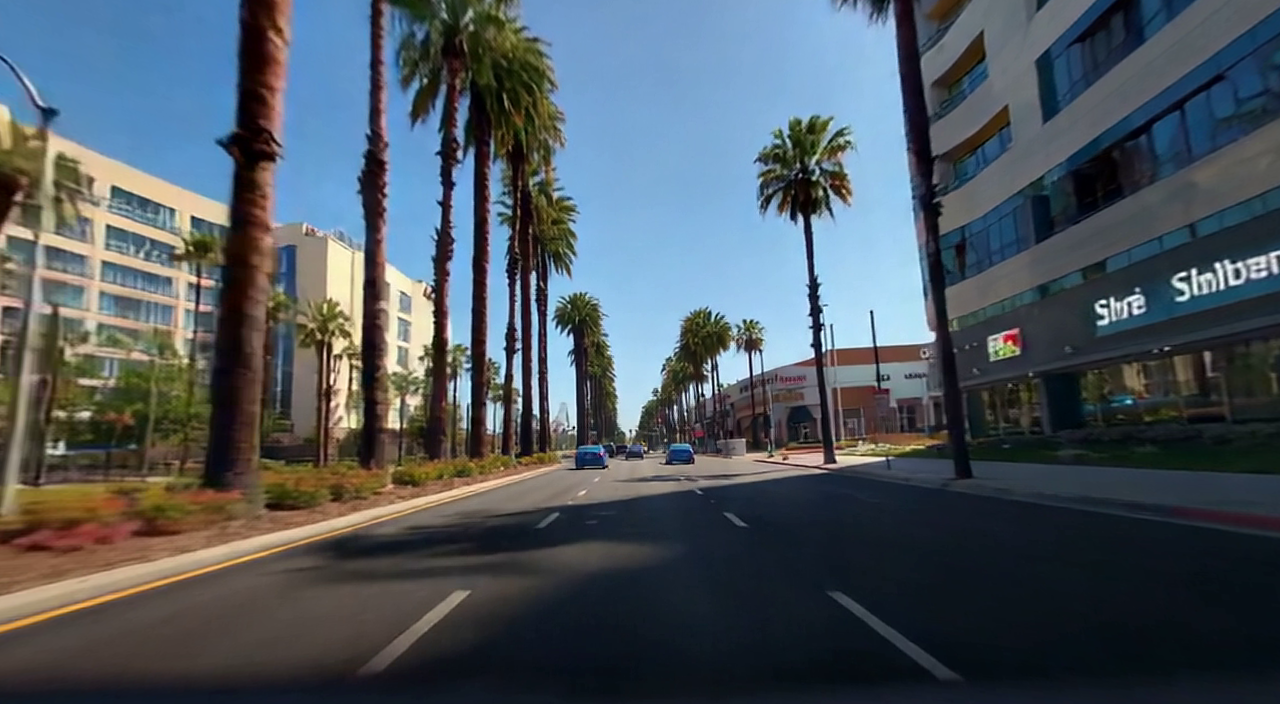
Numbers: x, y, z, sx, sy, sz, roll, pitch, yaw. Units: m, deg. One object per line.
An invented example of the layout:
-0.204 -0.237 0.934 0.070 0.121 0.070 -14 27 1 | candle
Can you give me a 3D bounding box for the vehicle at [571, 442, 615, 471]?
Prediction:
-2.796 6.375 38.725 2.160 1.615 4.117 -1 -9 3 | vehicle
